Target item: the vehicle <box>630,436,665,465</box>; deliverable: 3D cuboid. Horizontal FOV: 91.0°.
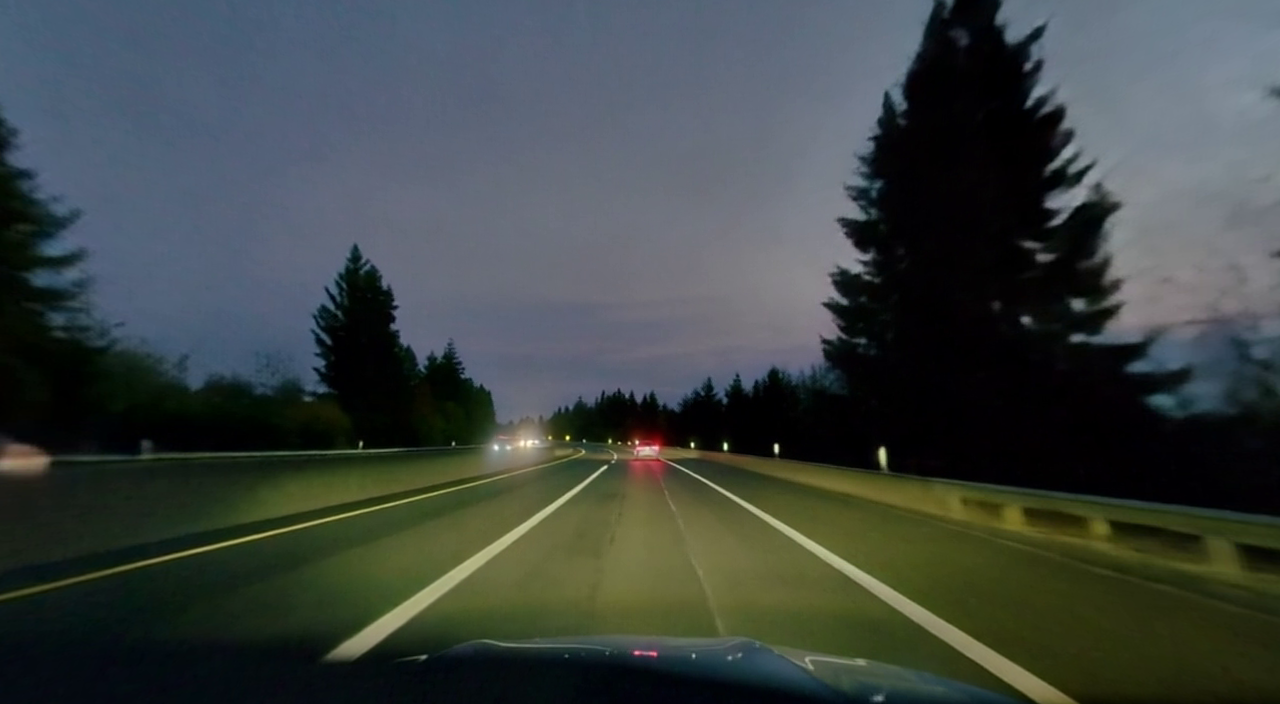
[{"bbox_3d":[0.426,6.397,40.997,2.079,1.729,4.380,0,-8,-2],"label":"vehicle"}]
